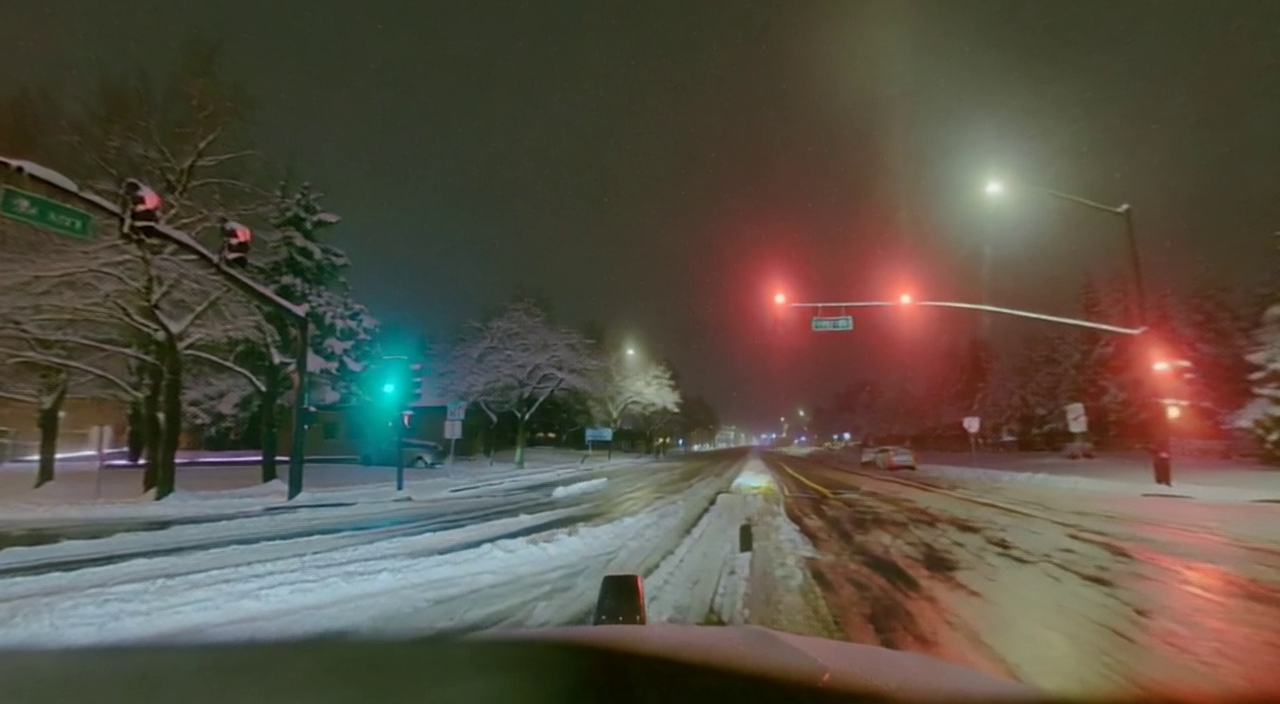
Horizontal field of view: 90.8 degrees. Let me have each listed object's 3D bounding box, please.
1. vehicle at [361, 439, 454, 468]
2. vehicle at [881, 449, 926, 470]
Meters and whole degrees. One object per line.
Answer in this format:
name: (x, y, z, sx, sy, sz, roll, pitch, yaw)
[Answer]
vehicle: (-13.653, 5.984, 37.244, 4.765, 1.593, 1.891, -1, -9, 5)
vehicle: (19.659, 8.003, 47.262, 1.893, 1.454, 4.483, -2, -9, 7)
